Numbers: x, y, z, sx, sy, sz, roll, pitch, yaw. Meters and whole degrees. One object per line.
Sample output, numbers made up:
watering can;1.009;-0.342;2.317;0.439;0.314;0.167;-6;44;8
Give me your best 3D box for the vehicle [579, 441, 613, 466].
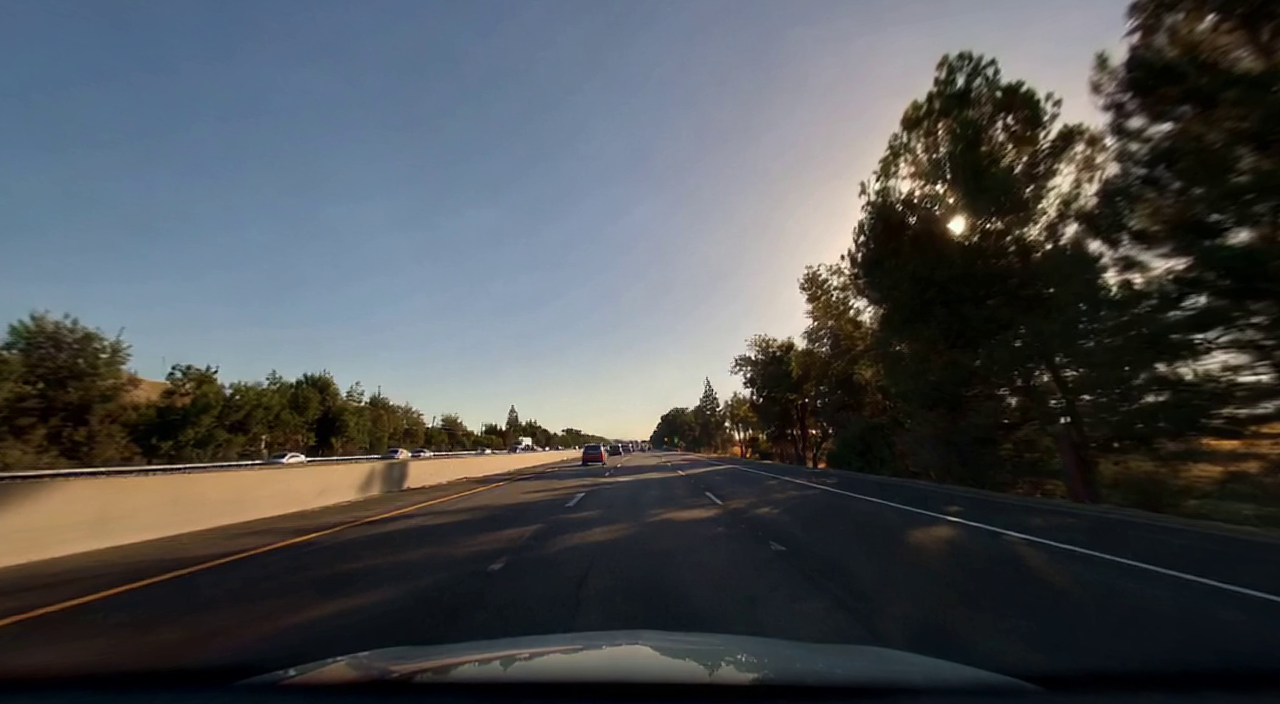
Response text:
vehicle;-3.201;7.512;46.770;2.166;1.723;4.267;0;-9;1
